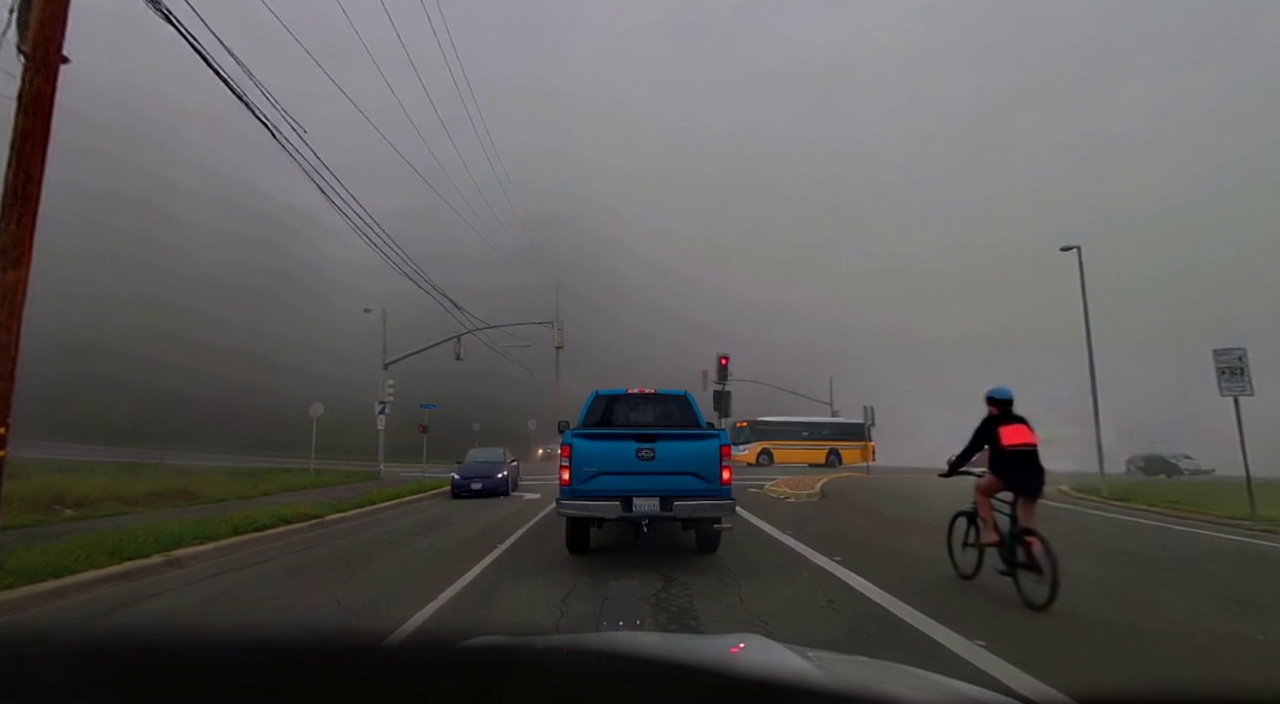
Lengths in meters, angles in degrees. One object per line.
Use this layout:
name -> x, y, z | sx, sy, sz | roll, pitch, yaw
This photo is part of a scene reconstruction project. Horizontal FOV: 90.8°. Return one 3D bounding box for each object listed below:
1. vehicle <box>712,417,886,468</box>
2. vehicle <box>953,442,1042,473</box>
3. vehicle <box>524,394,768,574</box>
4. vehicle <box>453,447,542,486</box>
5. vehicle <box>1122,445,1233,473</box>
vehicle -> 10.364, 6.049, 42.129 | 10.726, 3.128, 3.003 | -1, -8, 0
vehicle -> 25.179, 7.426, 44.595 | 5.077, 2.008, 1.991 | 2, -9, -3
vehicle -> -0.001, 1.868, 9.864 | 2.707, 1.964, 5.485 | 0, -8, -1
vehicle -> -6.257, 5.073, 28.305 | 1.935, 1.490, 4.578 | -4, -8, 16
vehicle -> 34.966, 6.964, 41.186 | 5.426, 1.728, 1.999 | 0, -8, -2
